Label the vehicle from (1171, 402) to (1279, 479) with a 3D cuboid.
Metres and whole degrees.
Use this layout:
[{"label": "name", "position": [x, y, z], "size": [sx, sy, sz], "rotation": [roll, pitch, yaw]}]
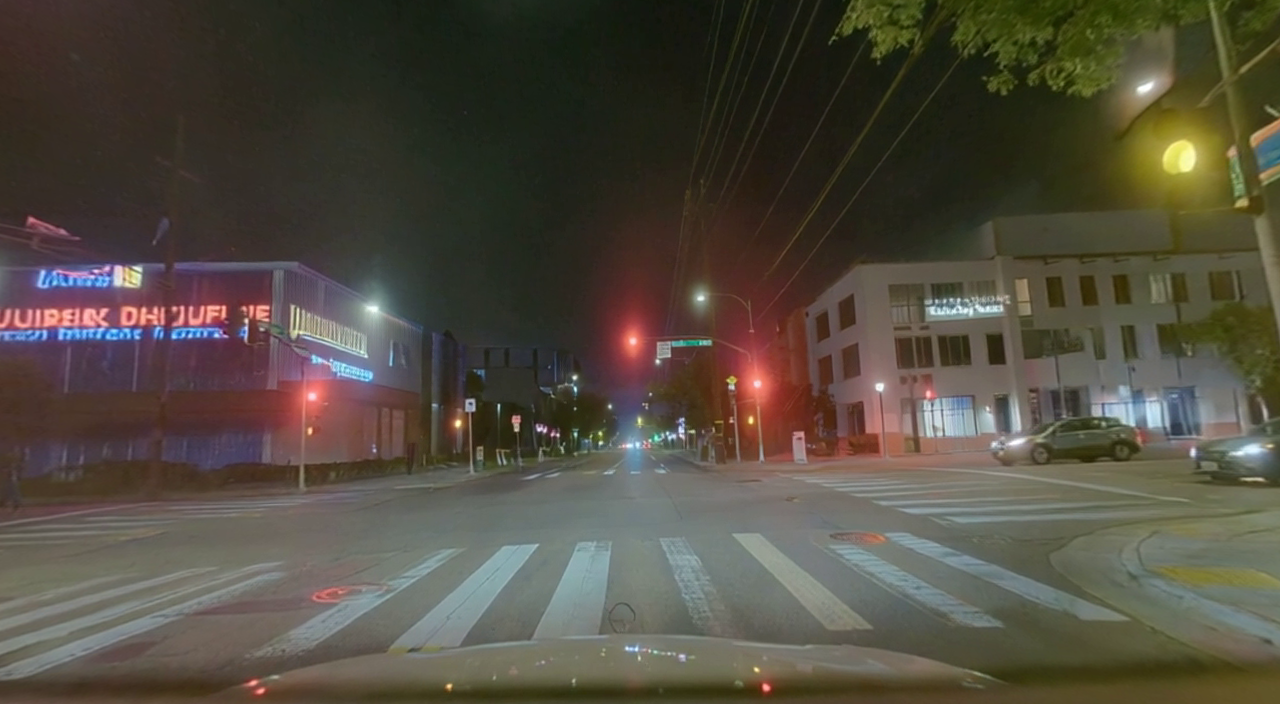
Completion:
[{"label": "vehicle", "position": [14.435, 1.874, 13.380], "size": [4.632, 1.484, 1.907], "rotation": [0, -8, -1]}]
